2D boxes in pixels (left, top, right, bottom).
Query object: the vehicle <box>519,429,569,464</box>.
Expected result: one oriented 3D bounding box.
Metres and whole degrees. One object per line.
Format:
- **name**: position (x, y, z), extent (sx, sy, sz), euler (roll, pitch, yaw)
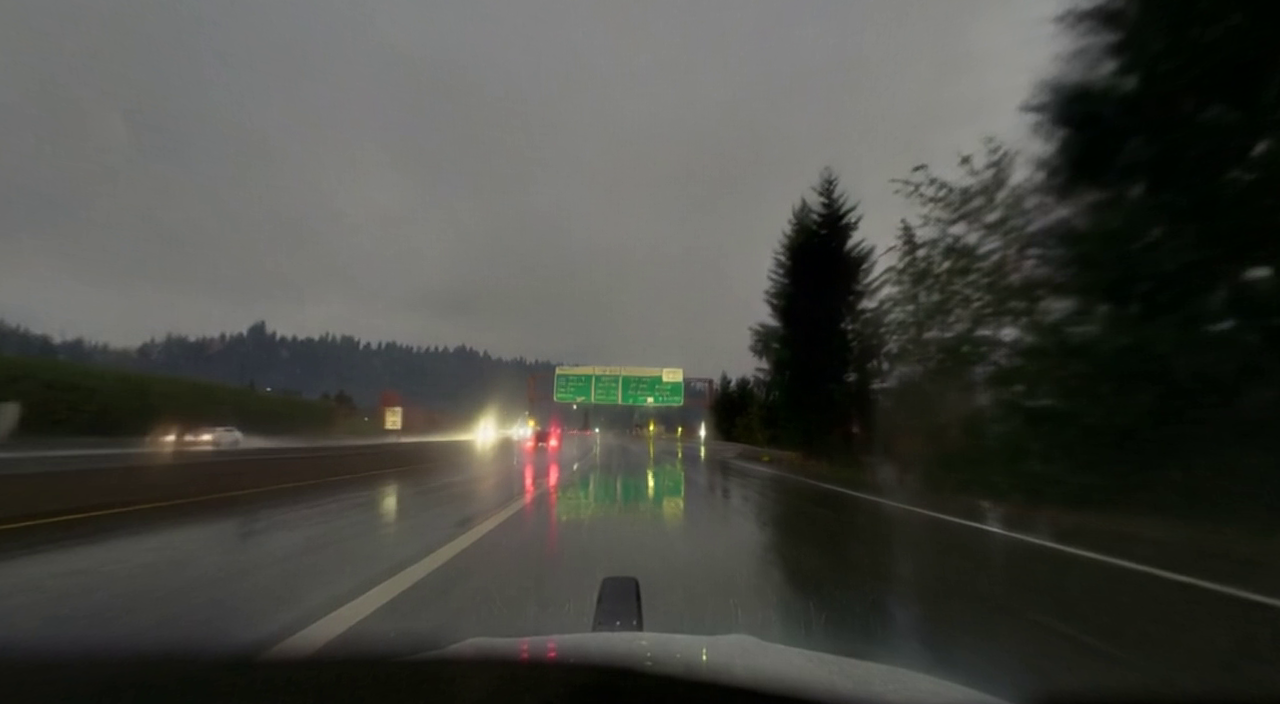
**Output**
- **vehicle**: position (-4.578, 4.564, 30.456), extent (1.878, 1.548, 3.966), euler (0, -8, -1)
